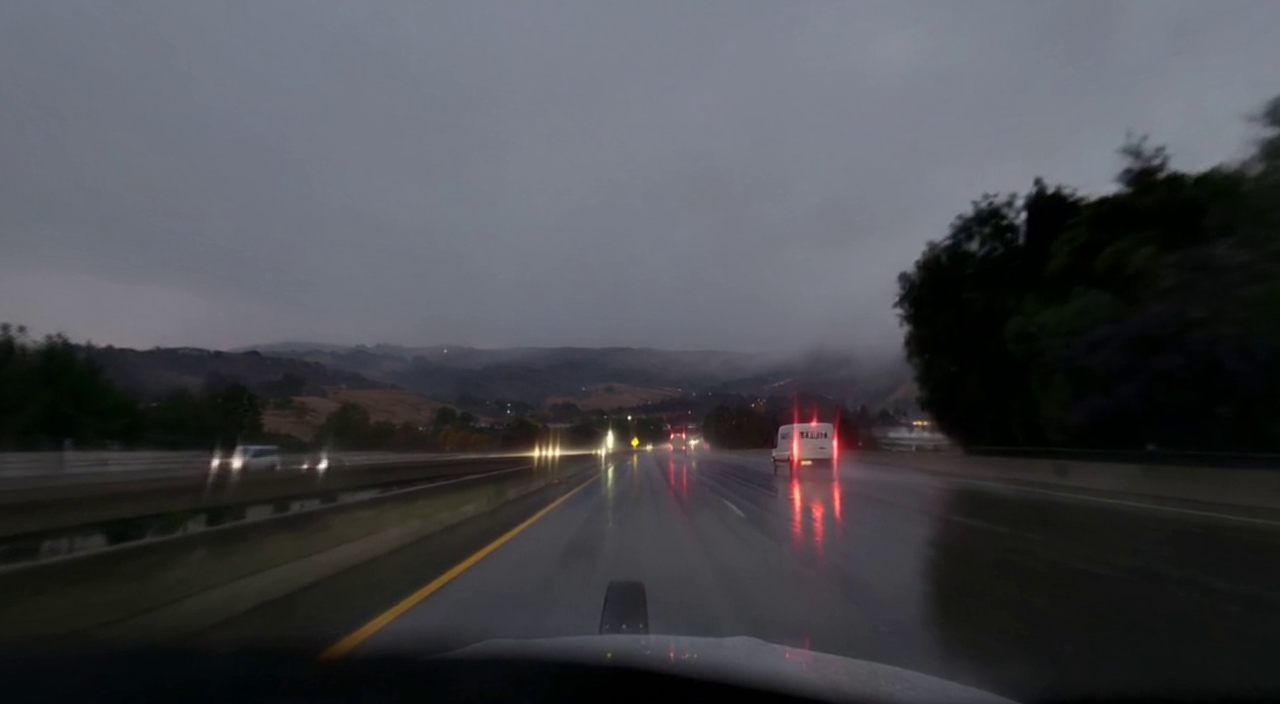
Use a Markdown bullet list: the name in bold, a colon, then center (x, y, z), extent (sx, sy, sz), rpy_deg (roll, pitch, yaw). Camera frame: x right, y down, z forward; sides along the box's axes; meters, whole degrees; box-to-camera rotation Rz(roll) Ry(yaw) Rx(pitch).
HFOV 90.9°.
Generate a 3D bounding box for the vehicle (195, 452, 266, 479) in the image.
- **vehicle**: center (-31.896, 8.825, 49.299), extent (2.188, 1.776, 5.000), rpy_deg (-3, -8, 0)

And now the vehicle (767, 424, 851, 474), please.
- **vehicle**: center (7.540, 4.410, 28.891), extent (2.275, 2.059, 5.543), rpy_deg (0, -8, 0)
